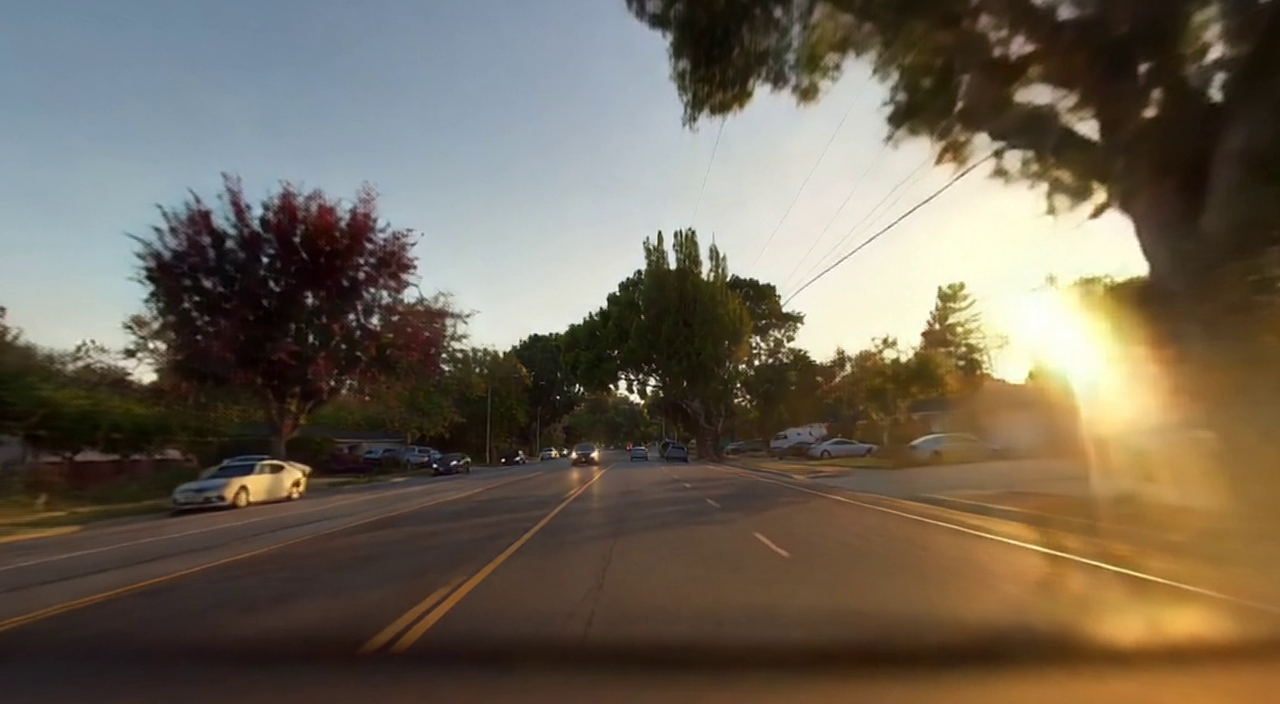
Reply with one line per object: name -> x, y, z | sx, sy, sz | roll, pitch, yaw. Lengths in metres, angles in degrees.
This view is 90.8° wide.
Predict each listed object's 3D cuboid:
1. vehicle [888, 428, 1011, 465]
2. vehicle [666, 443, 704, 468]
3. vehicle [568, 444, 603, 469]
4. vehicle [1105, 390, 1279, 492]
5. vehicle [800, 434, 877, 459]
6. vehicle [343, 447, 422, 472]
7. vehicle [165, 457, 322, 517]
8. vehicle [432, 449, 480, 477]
vehicle -> 12.994, 3.990, 26.720 | 4.237, 1.476, 1.743 | 0, -8, 0
vehicle -> 2.847, 6.669, 40.899 | 1.983, 1.557, 4.078 | 0, -8, -2
vehicle -> -3.858, 7.402, 45.041 | 2.076, 1.688, 4.284 | 0, -8, 1
vehicle -> 12.073, 1.798, 12.674 | 2.044, 1.716, 4.637 | -1, -8, 2
vehicle -> 12.428, 5.958, 39.740 | 4.183, 1.516, 1.884 | -1, -8, 3
vehicle -> -18.992, 7.922, 46.741 | 4.837, 1.808, 2.176 | 0, -8, -1
vehicle -> -11.466, 3.891, 18.697 | 1.851, 1.459, 4.295 | 0, -8, 0
vehicle -> -12.048, 7.270, 41.667 | 1.822, 1.699, 4.791 | 0, -8, -1
